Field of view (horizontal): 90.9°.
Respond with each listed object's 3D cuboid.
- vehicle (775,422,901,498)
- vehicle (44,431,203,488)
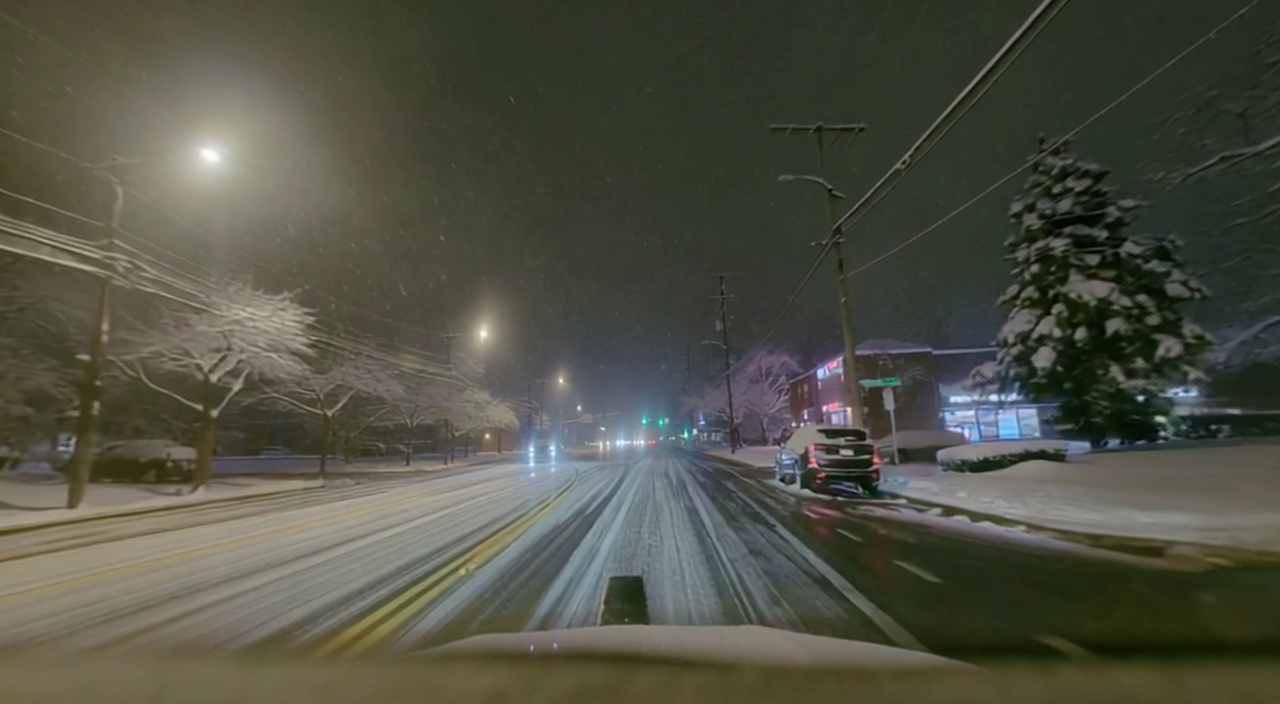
[{"bbox_3d":[5.377,3.013,17.921,2.182,1.850,4.705,0,-8,2],"label":"vehicle"},{"bbox_3d":[-20.978,4.347,25.799,4.632,2.049,1.973,-1,-7,-5],"label":"vehicle"}]
